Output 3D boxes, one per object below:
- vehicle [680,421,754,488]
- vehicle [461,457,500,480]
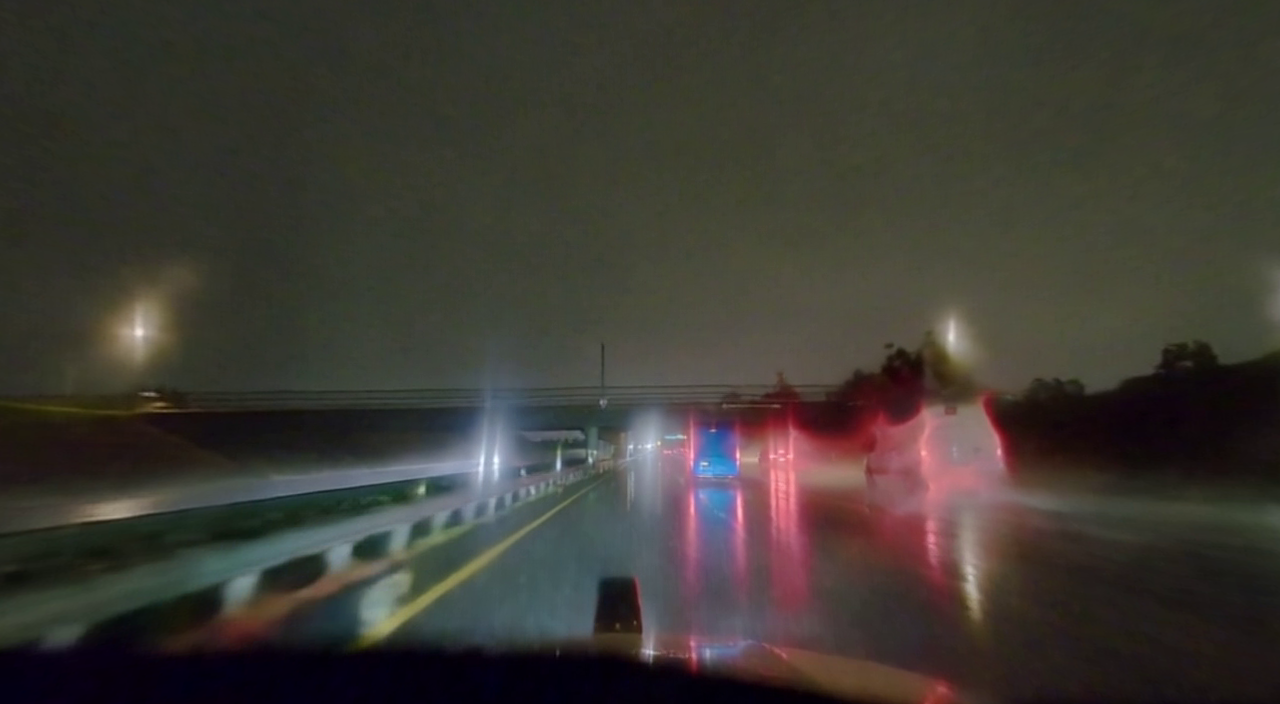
[{"bbox_3d":[3.224,4.459,27.483,2.560,2.598,5.581,-1,-9,1],"label":"vehicle"},{"bbox_3d":[-12.162,8.920,48.042,1.890,1.593,4.054,-1,-9,1],"label":"vehicle"}]
